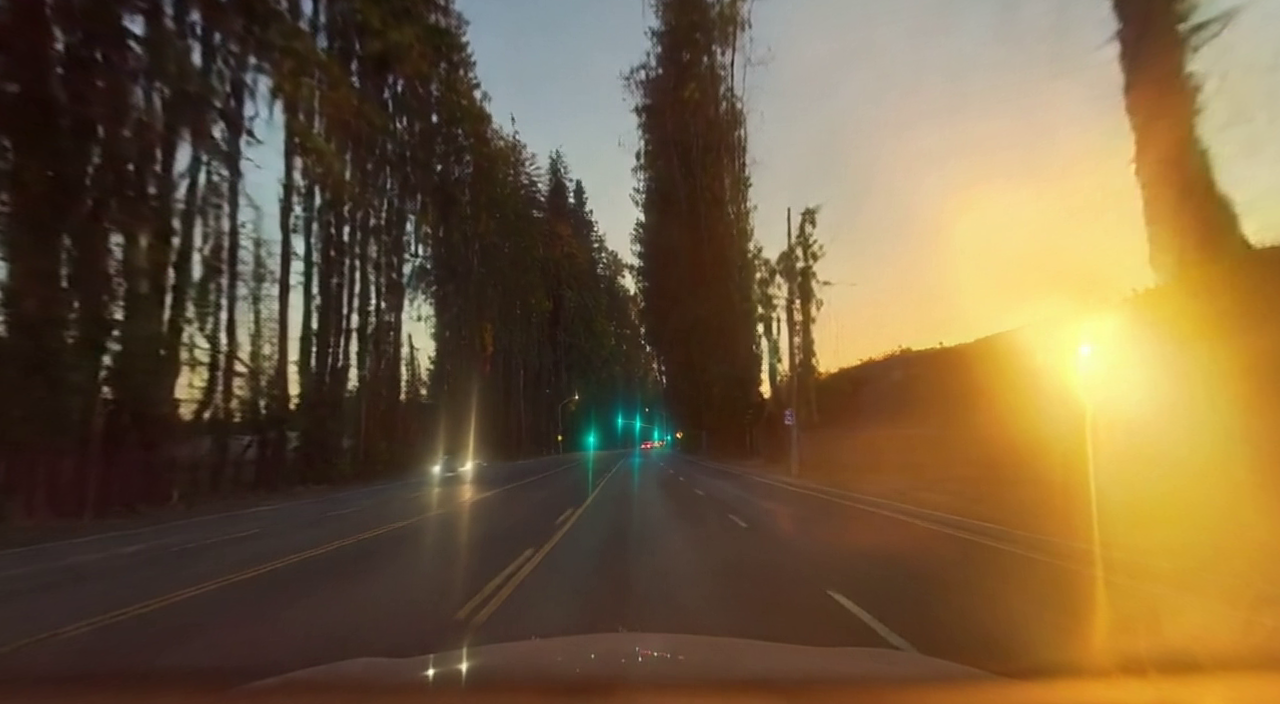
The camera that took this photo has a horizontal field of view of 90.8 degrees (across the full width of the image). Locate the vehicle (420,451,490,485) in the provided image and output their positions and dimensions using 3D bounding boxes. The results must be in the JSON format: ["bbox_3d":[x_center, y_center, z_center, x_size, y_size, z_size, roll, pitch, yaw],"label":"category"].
[{"bbox_3d":[-8.930,5.627,30.955,2.011,1.482,4.671,0,-8,0],"label":"vehicle"}]
